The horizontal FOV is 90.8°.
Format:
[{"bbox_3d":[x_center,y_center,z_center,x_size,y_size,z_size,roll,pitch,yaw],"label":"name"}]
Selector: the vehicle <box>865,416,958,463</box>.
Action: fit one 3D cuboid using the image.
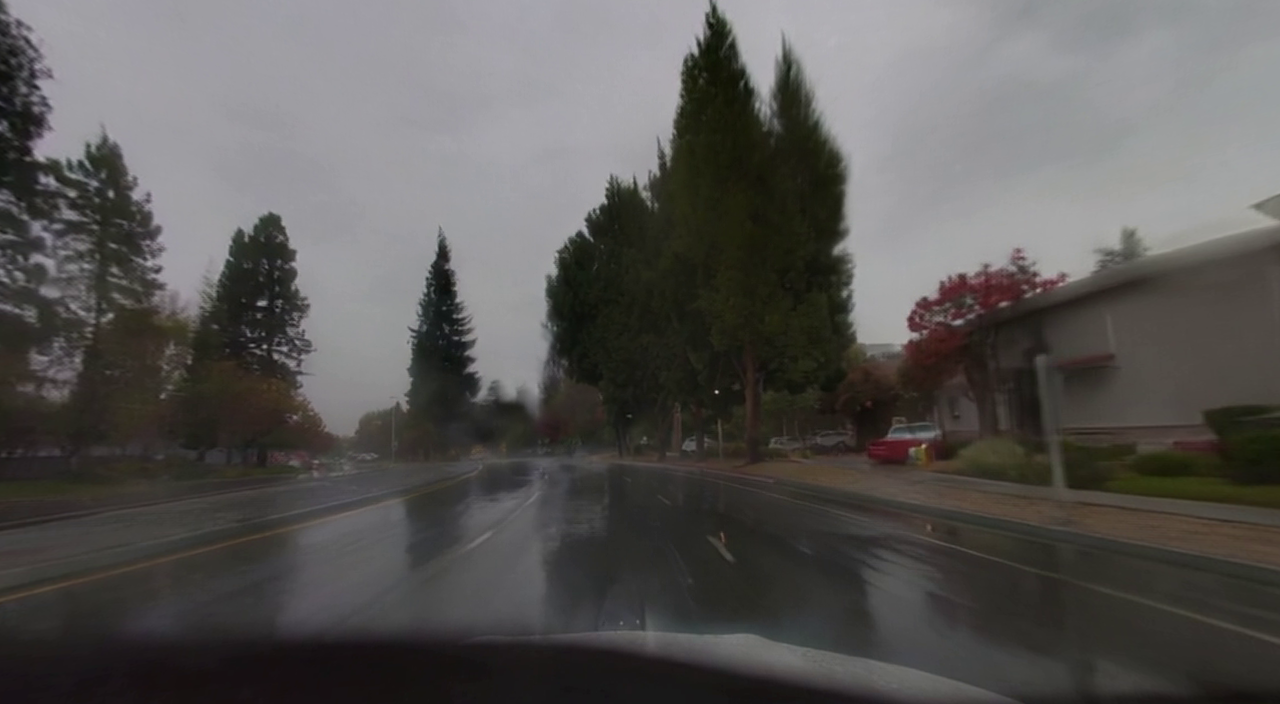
[{"bbox_3d":[12.143,3.911,28.056,2.110,1.863,4.977,-11,-13,41],"label":"vehicle"}]
